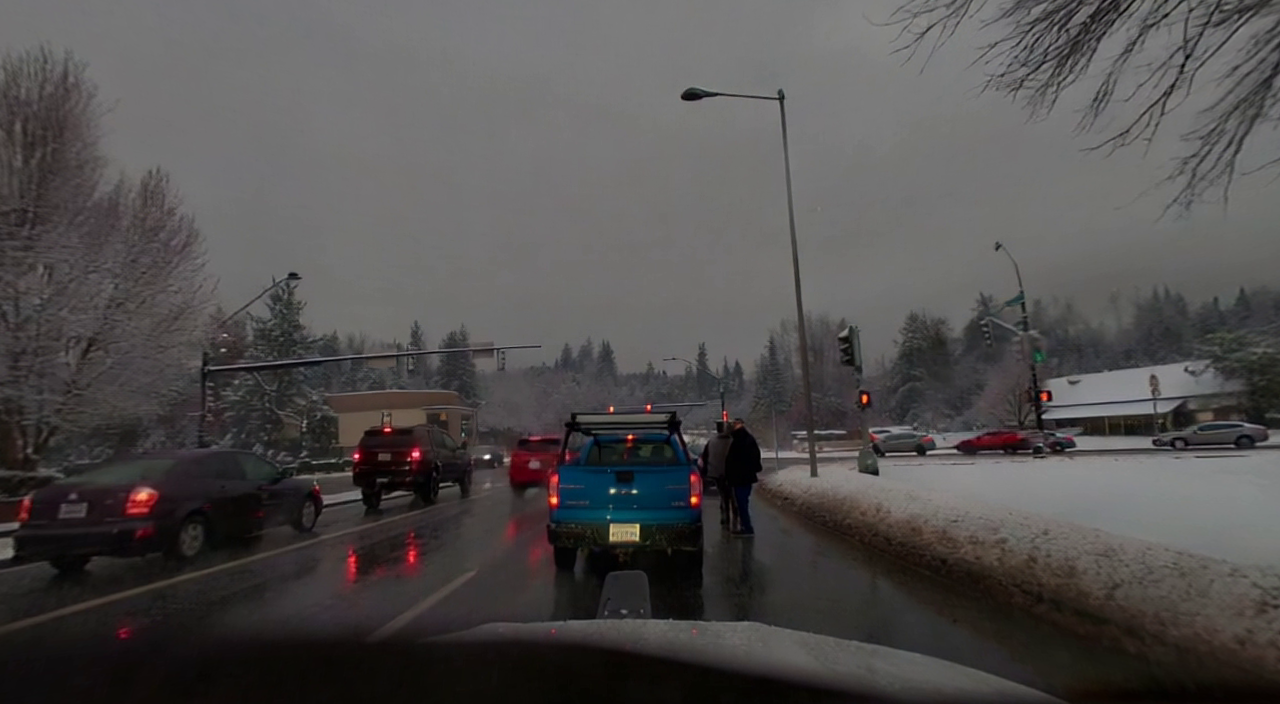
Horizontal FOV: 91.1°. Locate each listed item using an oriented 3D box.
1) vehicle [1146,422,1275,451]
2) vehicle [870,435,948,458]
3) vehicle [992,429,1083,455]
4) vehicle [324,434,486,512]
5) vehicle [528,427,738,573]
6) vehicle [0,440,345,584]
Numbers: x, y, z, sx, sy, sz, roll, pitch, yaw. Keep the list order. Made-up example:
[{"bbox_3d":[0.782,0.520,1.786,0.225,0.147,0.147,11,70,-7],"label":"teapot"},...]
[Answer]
[{"bbox_3d":[30.521,4.589,33.811,4.739,1.472,1.804,-5,-10,29],"label":"vehicle"},{"bbox_3d":[17.575,6.191,41.099,4.441,1.452,1.798,-5,-10,30],"label":"vehicle"},{"bbox_3d":[23.788,5.436,37.754,4.454,1.440,1.816,-5,-10,30],"label":"vehicle"},{"bbox_3d":[-6.166,3.225,17.351,2.230,1.811,5.183,-1,-9,3],"label":"vehicle"},{"bbox_3d":[-0.051,1.861,8.679,2.182,1.501,4.150,0,-9,1],"label":"vehicle"},{"bbox_3d":[-6.343,2.062,9.021,1.948,1.530,4.283,0,-9,3],"label":"vehicle"}]
